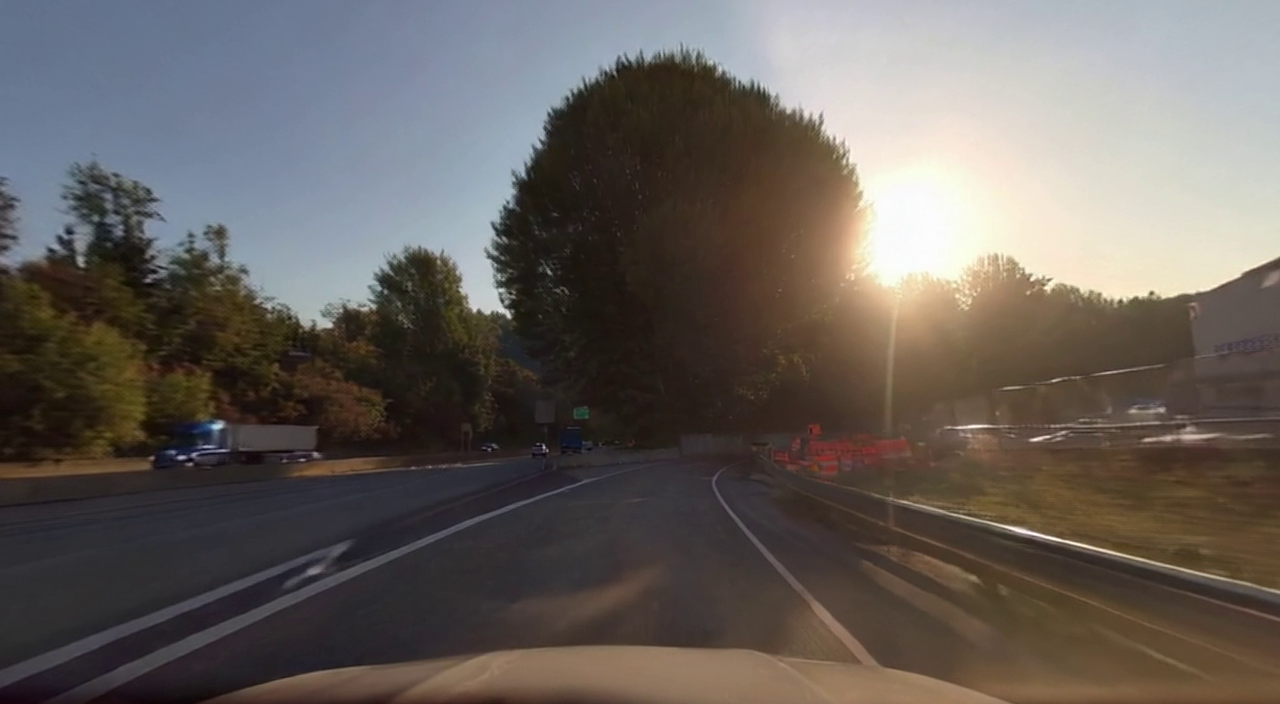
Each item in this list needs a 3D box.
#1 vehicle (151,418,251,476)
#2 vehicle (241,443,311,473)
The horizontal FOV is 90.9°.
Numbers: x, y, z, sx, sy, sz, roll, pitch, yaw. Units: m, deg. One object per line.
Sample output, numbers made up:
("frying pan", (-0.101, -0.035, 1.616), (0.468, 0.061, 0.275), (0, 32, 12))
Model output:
("vehicle", (-31.539, 6.899, 45.624), (2.949, 3.867, 5.938), (0, -9, -3))
("vehicle", (-28.089, 8.211, 48.936), (2.224, 2.164, 5.797), (0, -9, -3))
